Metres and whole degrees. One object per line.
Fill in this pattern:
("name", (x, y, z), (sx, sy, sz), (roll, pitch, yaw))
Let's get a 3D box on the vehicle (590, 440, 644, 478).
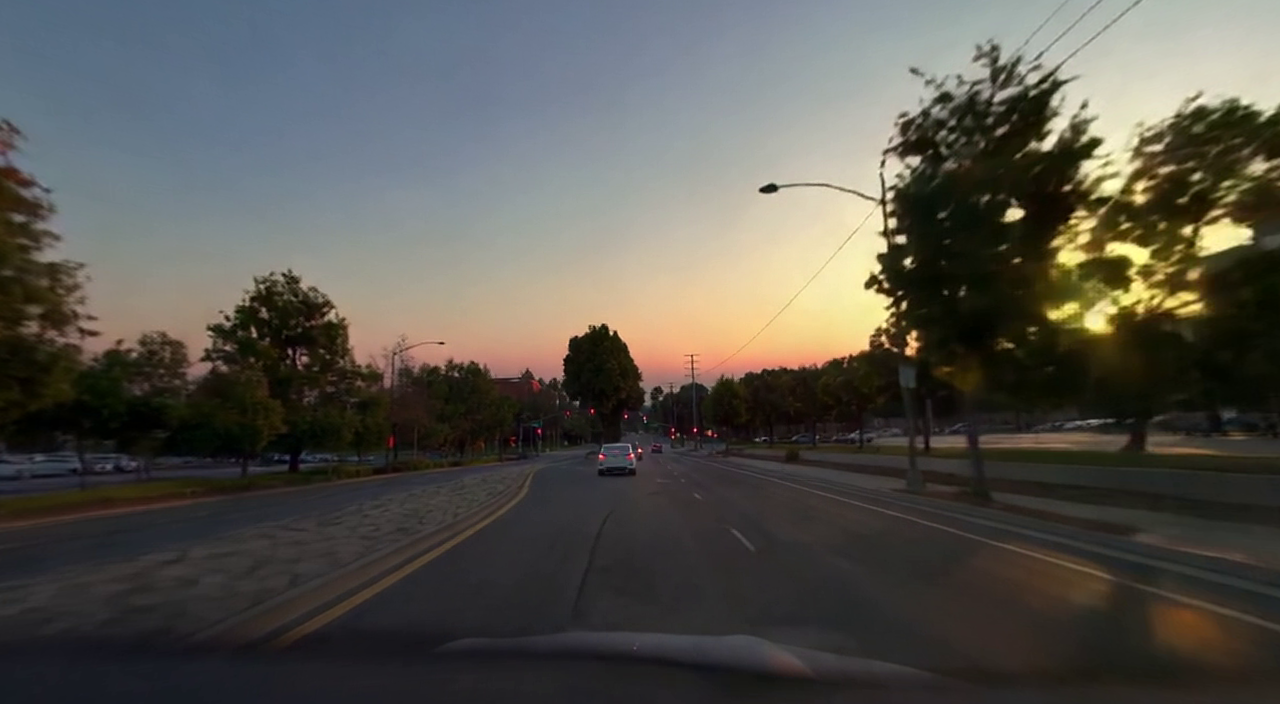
("vehicle", (-0.934, 4.464, 26.601), (2.075, 1.470, 3.962), (0, -8, -1))
